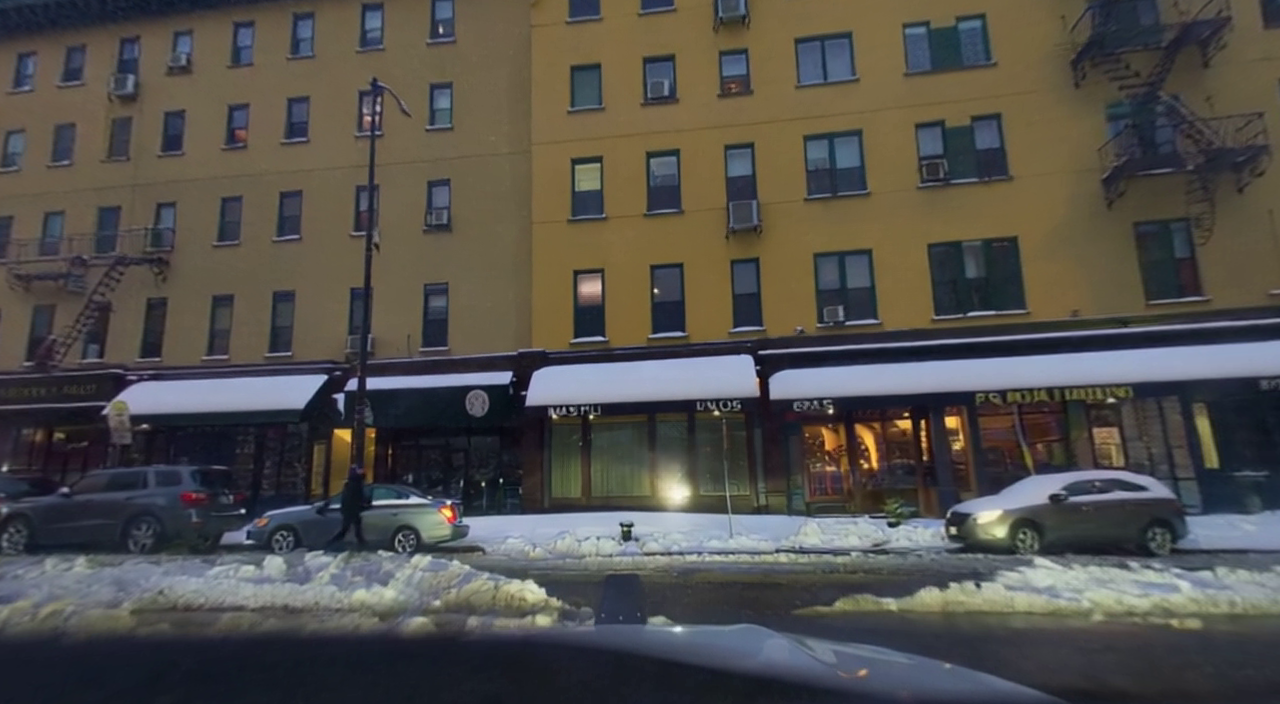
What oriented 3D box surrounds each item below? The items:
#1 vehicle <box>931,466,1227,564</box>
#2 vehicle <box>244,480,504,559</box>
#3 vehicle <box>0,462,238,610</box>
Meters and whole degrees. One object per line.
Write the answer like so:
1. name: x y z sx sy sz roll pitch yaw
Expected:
1. vehicle: 8.528 3.192 12.669 4.410 1.687 1.834 -1 -8 5
2. vehicle: -5.596 3.541 13.633 4.830 1.421 1.826 -1 -8 7
3. vehicle: -7.797 2.161 7.993 4.330 1.458 1.932 -2 -8 11
